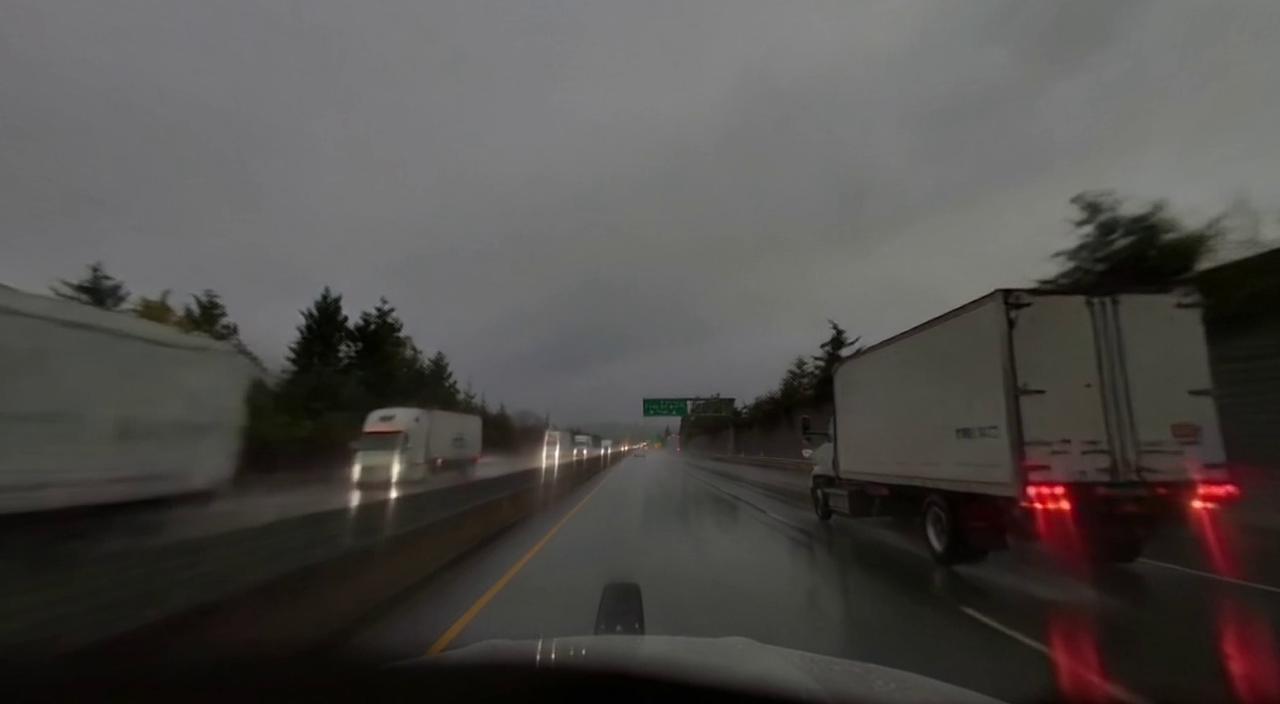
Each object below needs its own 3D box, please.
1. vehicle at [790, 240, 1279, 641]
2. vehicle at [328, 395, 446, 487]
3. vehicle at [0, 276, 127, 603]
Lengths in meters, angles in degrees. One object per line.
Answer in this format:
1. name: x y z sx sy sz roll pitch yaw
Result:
1. vehicle: 4.053 1.076 7.823 2.449 2.805 6.763 0 -9 -2
2. vehicle: -12.600 4.588 32.183 3.164 4.219 6.685 0 -9 0
3. vehicle: -8.463 0.656 4.864 2.965 3.546 7.119 -1 -9 -2
